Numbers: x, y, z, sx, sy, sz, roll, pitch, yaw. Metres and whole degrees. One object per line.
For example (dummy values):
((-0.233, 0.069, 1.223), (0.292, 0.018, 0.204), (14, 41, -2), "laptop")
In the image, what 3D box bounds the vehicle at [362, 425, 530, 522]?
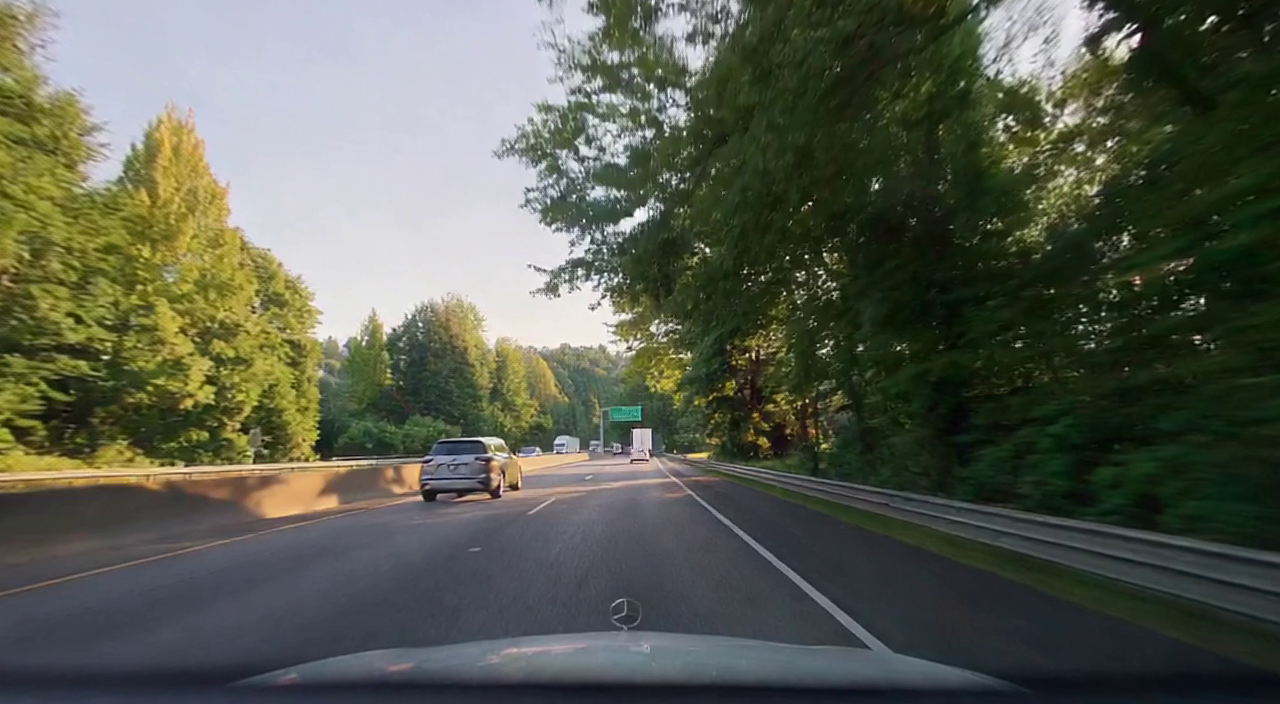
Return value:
((-3.913, 2.562, 13.792), (2.097, 1.722, 4.808), (0, -9, 0), "vehicle")

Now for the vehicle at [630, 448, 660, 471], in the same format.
((0.290, 7.085, 41.572), (1.853, 1.436, 3.438), (0, -9, -1), "vehicle")
